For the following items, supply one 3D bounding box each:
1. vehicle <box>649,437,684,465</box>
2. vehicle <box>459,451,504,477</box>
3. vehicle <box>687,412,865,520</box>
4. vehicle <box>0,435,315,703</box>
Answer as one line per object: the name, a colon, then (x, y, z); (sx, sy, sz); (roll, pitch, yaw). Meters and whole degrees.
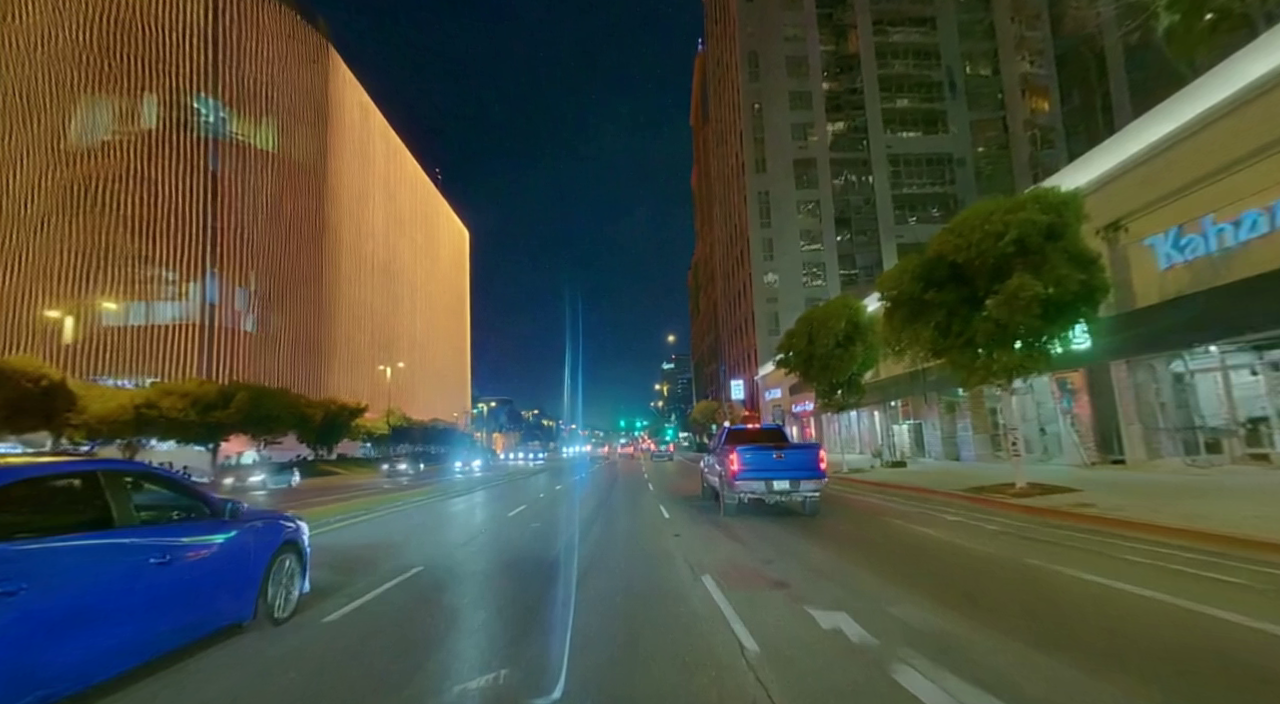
vehicle: (2.002, 7.786, 49.789); (2.502, 2.007, 4.993); (0, -8, 0)
vehicle: (-9.764, 6.911, 39.185); (1.780, 1.412, 4.283); (0, -8, -1)
vehicle: (2.682, 2.493, 14.418); (2.590, 1.932, 5.776); (0, -8, -2)
vehicle: (-3.440, 1.067, 2.583); (1.888, 1.424, 4.553); (0, -8, -1)
